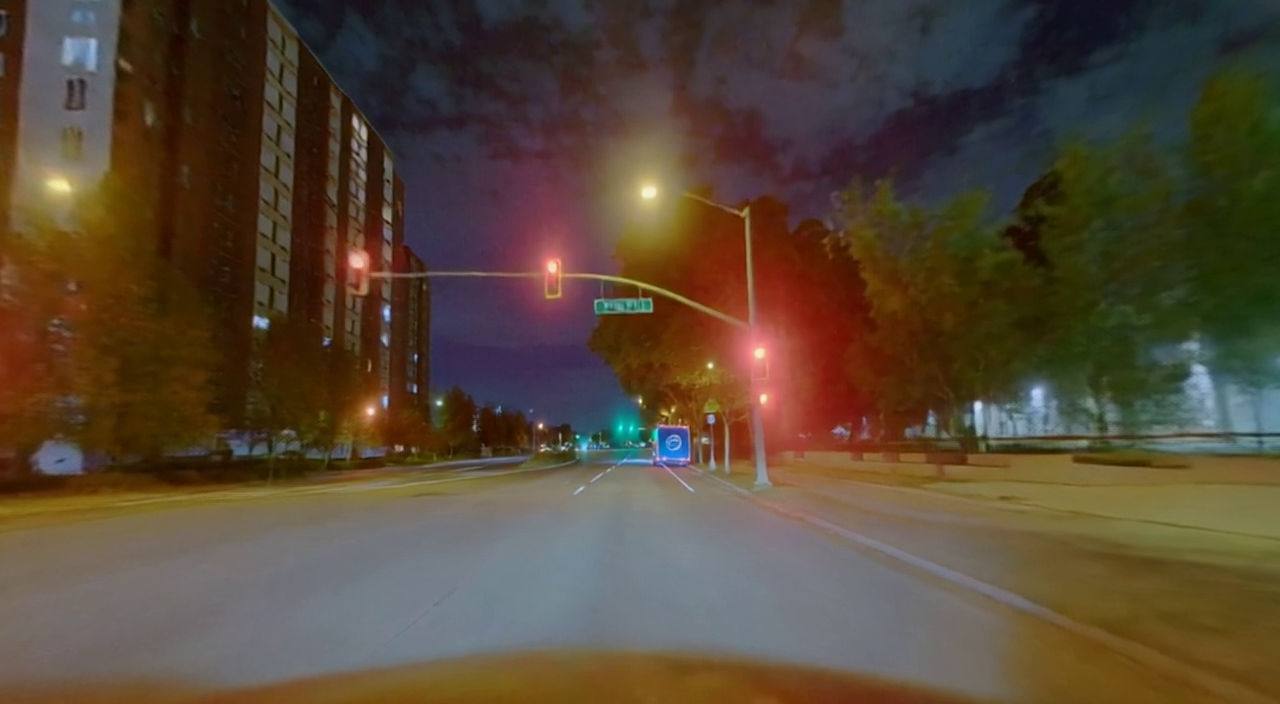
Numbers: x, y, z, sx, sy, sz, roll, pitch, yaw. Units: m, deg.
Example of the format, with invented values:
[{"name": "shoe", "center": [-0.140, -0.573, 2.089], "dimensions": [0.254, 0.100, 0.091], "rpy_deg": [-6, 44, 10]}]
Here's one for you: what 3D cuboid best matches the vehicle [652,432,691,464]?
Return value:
[{"name": "vehicle", "center": [2.204, 7.056, 46.386], "dimensions": [2.514, 2.218, 5.013], "rpy_deg": [0, -9, -1]}]
